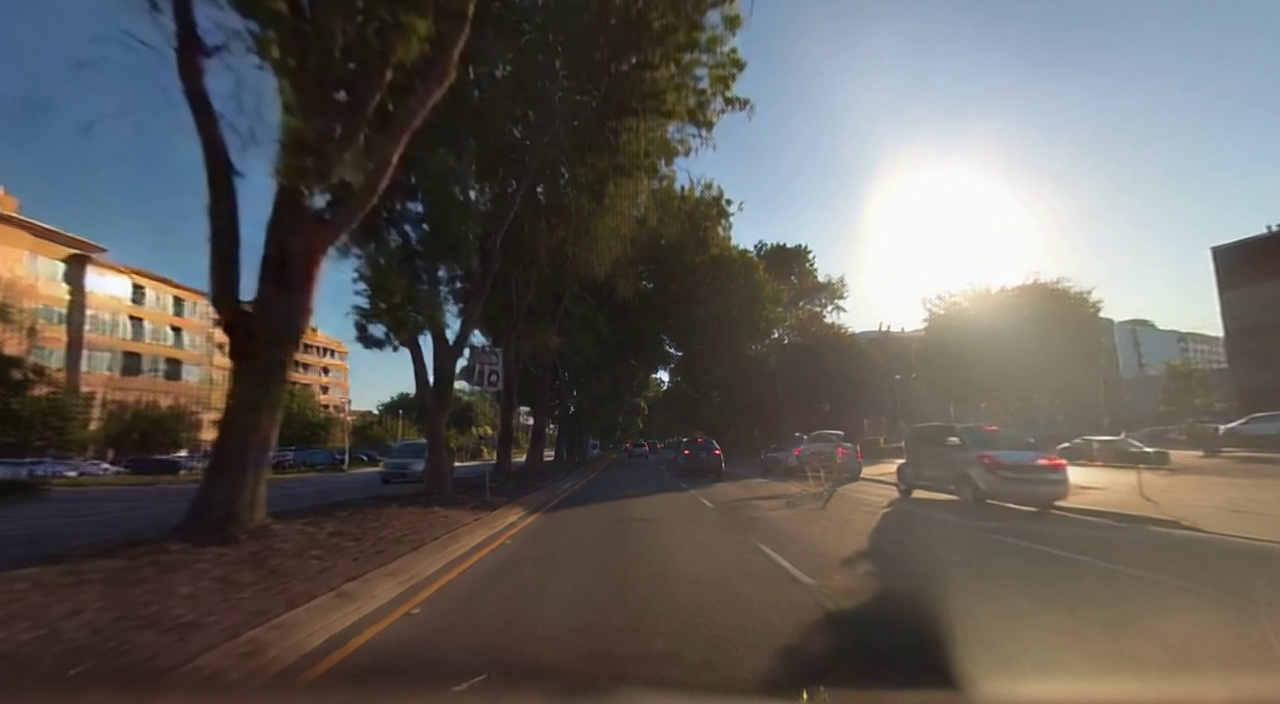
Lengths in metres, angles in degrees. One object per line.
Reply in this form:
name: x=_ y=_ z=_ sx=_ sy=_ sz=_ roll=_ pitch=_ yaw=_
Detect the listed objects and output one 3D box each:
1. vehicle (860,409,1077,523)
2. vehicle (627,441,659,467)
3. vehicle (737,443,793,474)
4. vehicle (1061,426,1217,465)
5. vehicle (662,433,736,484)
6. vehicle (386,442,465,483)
vehicle: x=6.880 y=2.461 z=13.941 sx=2.382 sy=2.108 sz=4.182 roll=0 pitch=-9 yaw=-2
vehicle: x=0.199 y=7.000 z=43.575 sx=2.132 sy=1.693 sz=3.819 roll=0 pitch=-9 yaw=0
vehicle: x=6.786 y=5.813 z=34.713 sx=2.029 sy=1.548 sz=4.422 roll=0 pitch=-9 yaw=-2
vehicle: x=20.733 y=3.918 z=26.424 sx=4.608 sy=1.533 sz=2.193 roll=0 pitch=-9 yaw=0
vehicle: x=2.164 y=4.114 z=24.708 sx=2.227 sy=1.794 sz=4.457 roll=0 pitch=-9 yaw=-3
vehicle: x=-9.680 y=5.009 z=28.959 sx=1.999 sy=1.711 sz=4.541 roll=0 pitch=-9 yaw=1
